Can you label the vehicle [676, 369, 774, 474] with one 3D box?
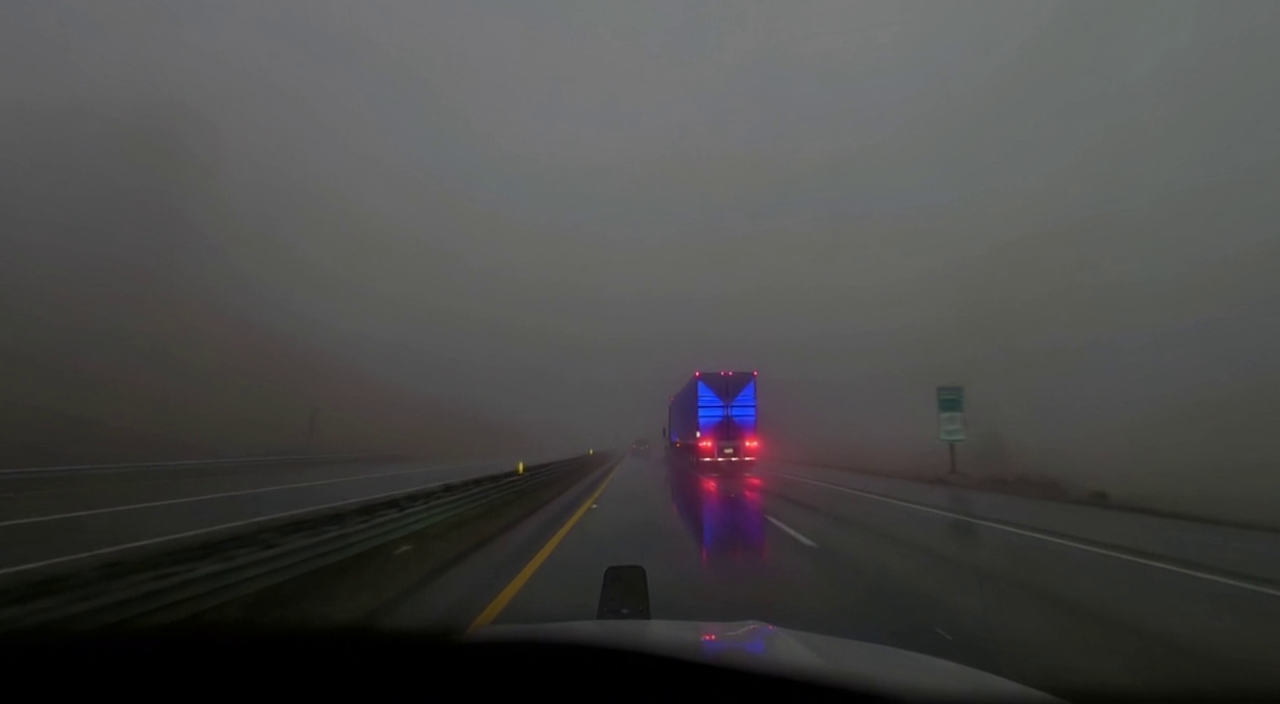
[{"bbox_3d":[4.068,3.981,34.295,3.615,4.578,13.539,0,-8,1],"label":"vehicle"}]
